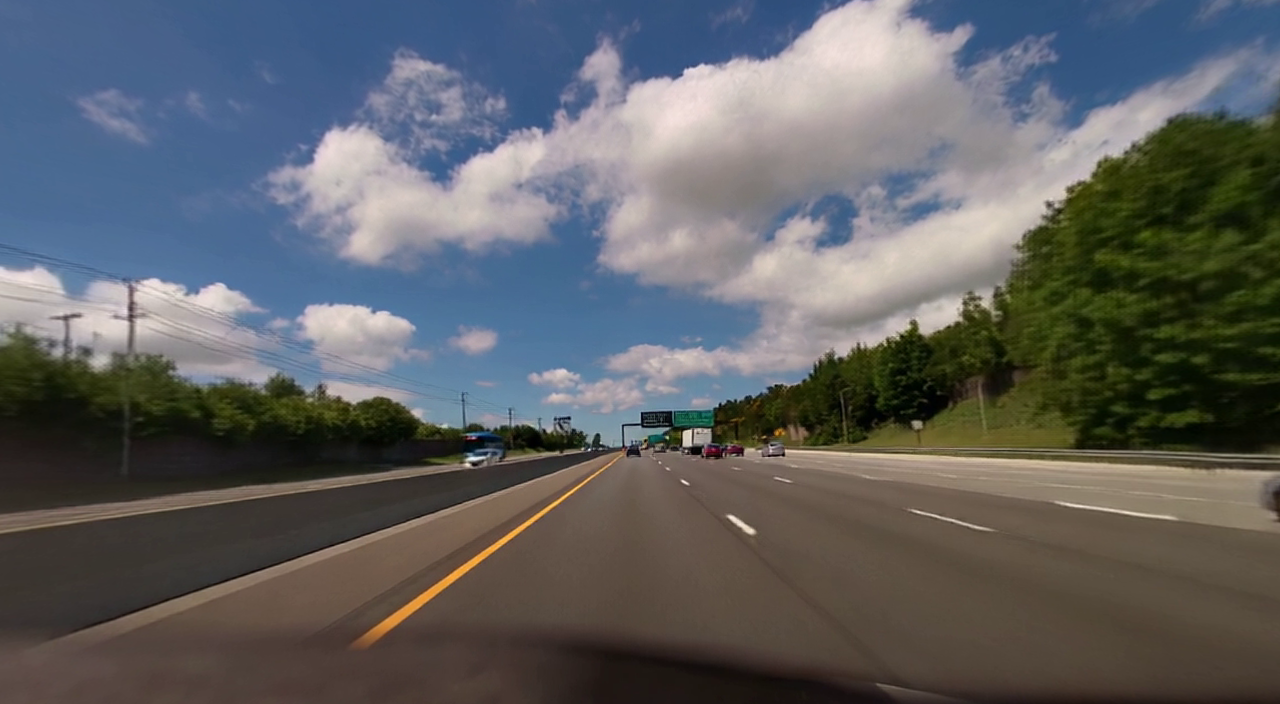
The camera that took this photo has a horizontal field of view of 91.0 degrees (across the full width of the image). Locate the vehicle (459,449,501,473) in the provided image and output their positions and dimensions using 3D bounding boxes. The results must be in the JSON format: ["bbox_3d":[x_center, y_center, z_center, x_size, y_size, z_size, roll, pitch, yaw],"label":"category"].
[{"bbox_3d":[-10.980,7.479,43.470,1.869,1.506,4.205,-1,-9,-1],"label":"vehicle"}]
